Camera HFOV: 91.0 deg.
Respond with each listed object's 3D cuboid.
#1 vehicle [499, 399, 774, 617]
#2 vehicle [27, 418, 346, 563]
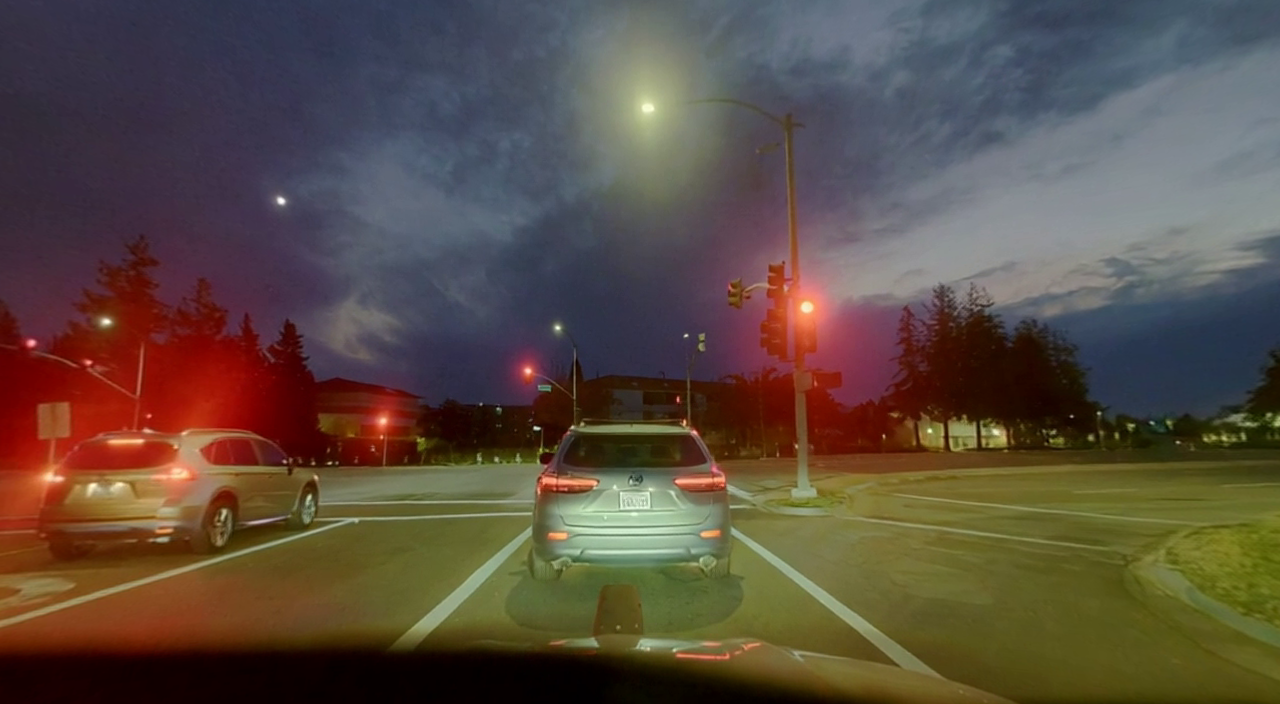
[{"bbox_3d":[-0.179,1.525,7.075,2.154,1.670,4.140,1,-9,-5],"label":"vehicle"},{"bbox_3d":[-6.405,1.968,9.689,2.020,1.695,4.187,1,-9,-5],"label":"vehicle"}]
